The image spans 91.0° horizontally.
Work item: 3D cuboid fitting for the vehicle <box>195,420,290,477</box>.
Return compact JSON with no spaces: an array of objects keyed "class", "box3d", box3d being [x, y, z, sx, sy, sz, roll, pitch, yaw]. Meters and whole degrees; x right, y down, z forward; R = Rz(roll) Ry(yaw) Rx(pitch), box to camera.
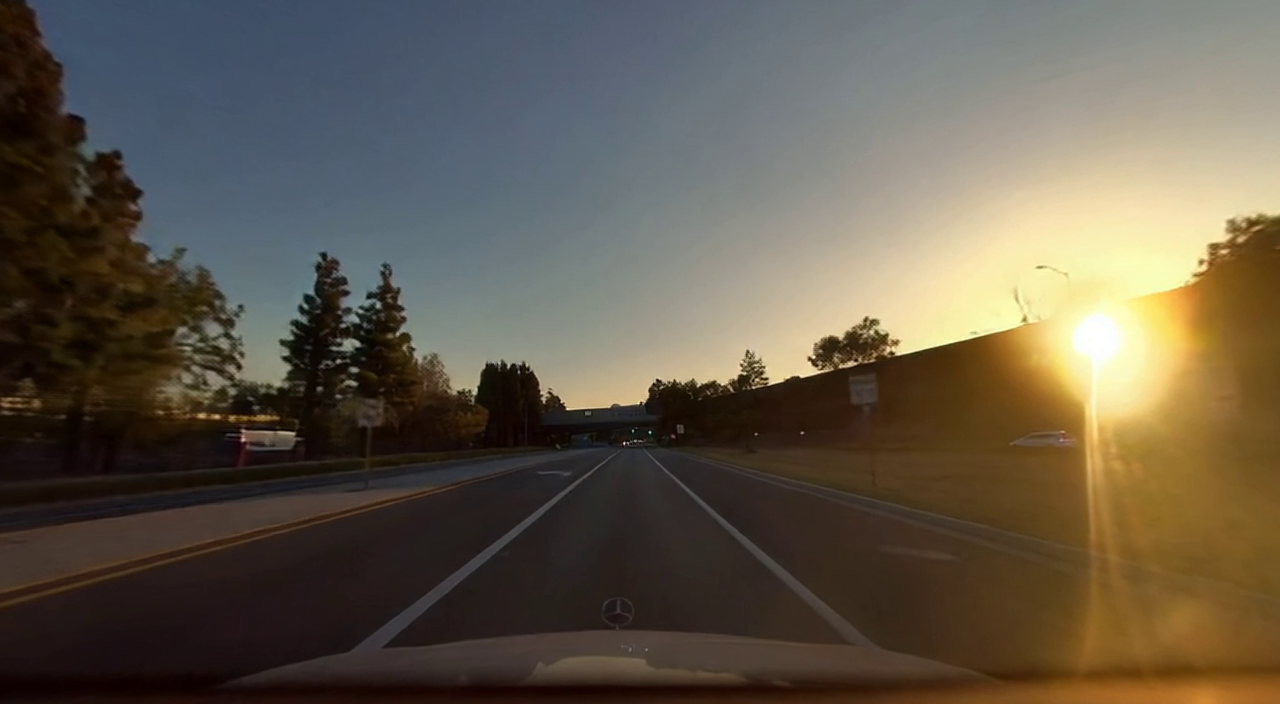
[{"class":"vehicle","box3d":[-29.417,7.149,46.893,3.028,3.909,5.951,-1,-8,0]}]
